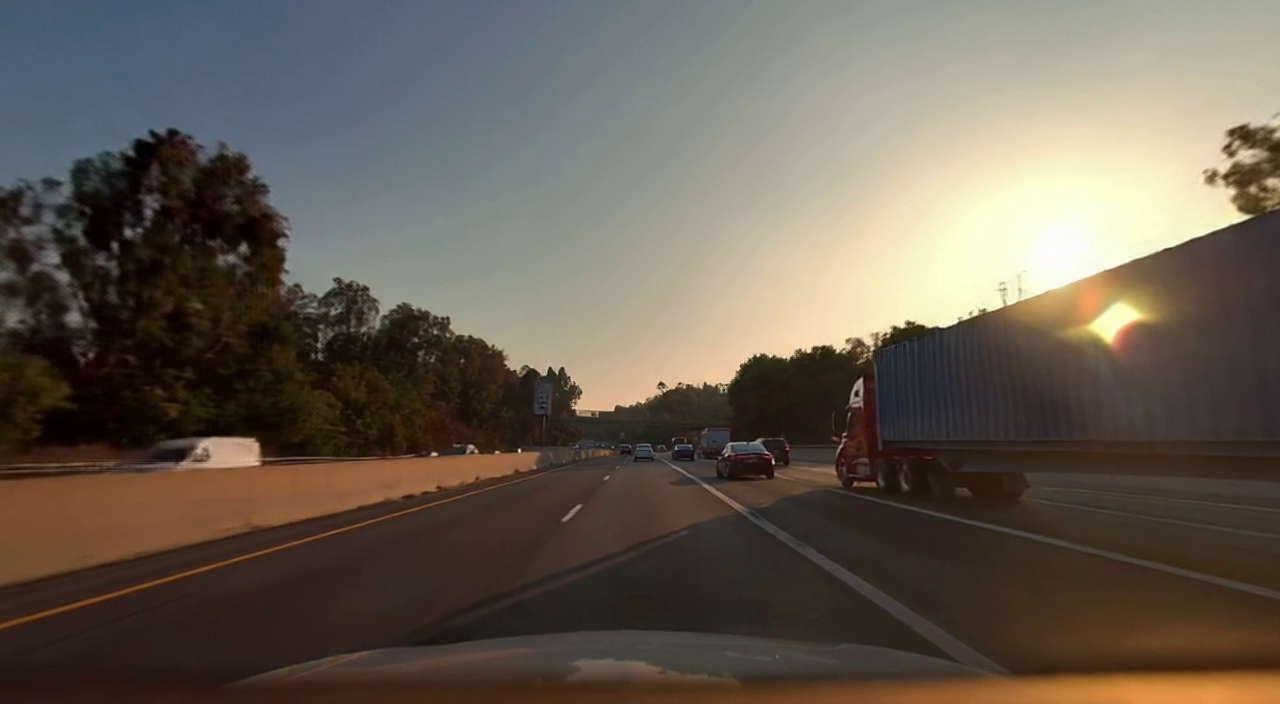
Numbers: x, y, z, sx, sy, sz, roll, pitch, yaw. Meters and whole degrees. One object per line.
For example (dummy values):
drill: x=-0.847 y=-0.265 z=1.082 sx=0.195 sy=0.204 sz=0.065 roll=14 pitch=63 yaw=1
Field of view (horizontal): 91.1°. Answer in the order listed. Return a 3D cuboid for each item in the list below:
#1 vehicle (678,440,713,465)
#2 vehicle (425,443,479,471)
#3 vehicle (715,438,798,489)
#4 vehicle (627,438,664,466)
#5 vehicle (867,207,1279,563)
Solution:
vehicle: x=3.906 y=7.113 z=44.641 sx=2.084 sy=1.668 sz=4.511 roll=0 pitch=-8 yaw=0
vehicle: x=-13.193 y=7.372 z=44.409 sx=2.200 sy=1.857 sz=4.748 roll=0 pitch=-8 yaw=1
vehicle: x=3.773 y=3.674 z=21.129 sx=1.888 sy=1.501 sz=4.608 roll=0 pitch=-8 yaw=0
vehicle: x=0.391 y=6.529 z=41.088 sx=2.313 sy=1.736 sz=4.215 roll=0 pitch=-8 yaw=1
vehicle: x=7.335 y=0.964 z=11.587 sx=2.752 sy=3.975 sz=9.319 roll=0 pitch=-8 yaw=0
